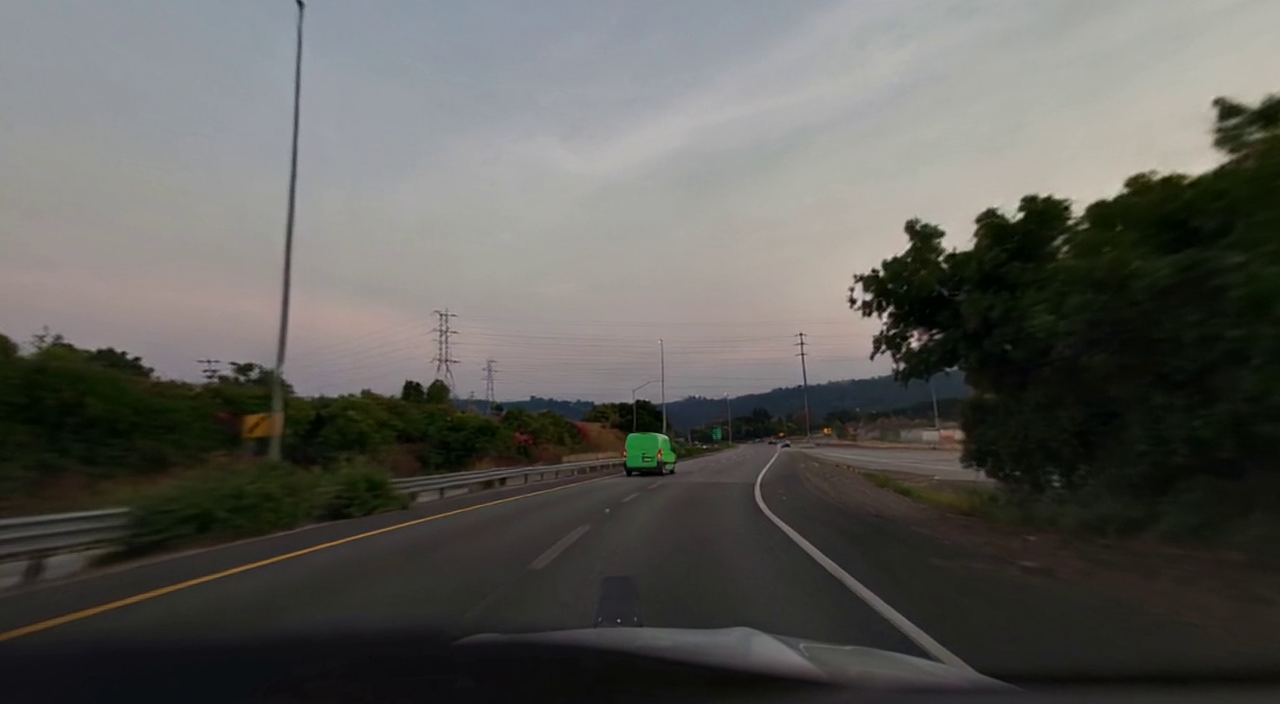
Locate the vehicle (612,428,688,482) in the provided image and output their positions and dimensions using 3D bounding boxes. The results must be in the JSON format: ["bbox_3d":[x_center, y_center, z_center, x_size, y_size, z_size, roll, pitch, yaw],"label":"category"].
[{"bbox_3d":[0.540,4.259,26.250,2.270,2.023,4.632,-2,-9,12],"label":"vehicle"}]
